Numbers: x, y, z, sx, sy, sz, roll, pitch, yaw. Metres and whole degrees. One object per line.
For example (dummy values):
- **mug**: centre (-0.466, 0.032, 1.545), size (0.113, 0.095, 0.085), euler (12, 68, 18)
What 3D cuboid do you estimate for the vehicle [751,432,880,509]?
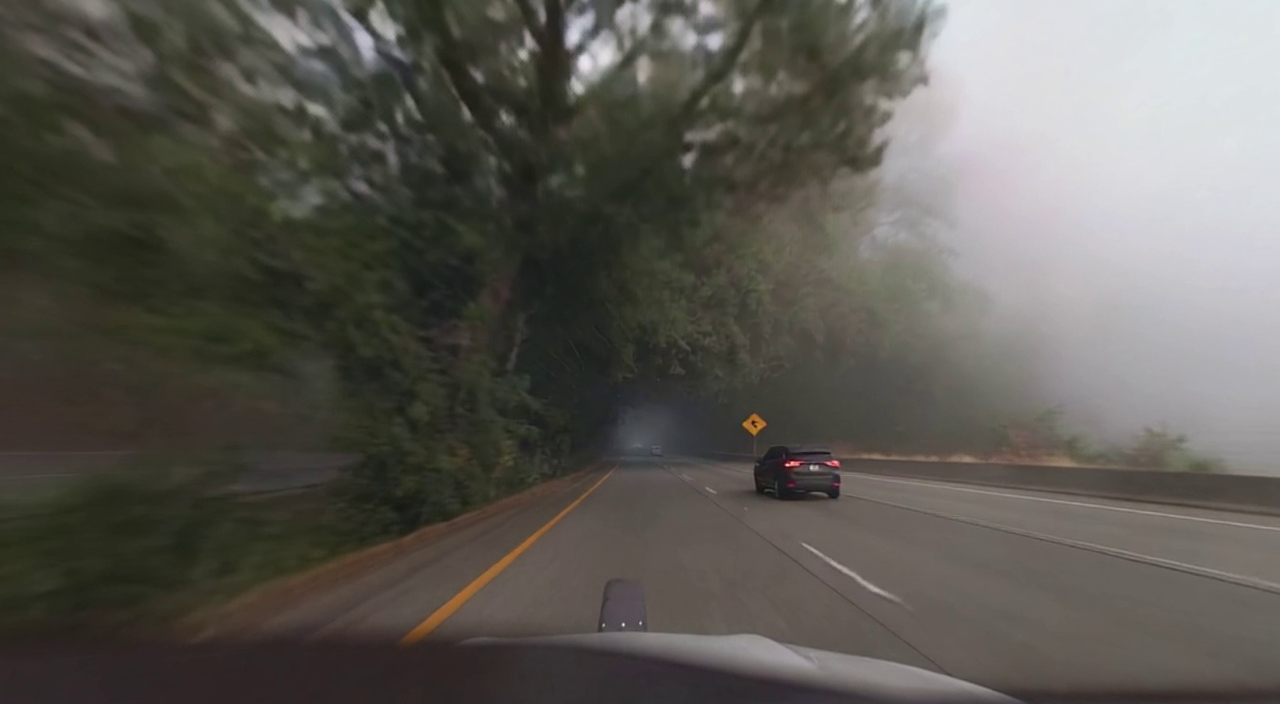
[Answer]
- **vehicle**: centre (4.240, 2.938, 16.066), size (1.933, 1.663, 4.440), euler (0, -9, -1)

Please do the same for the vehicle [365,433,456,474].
- **vehicle**: centre (-8.784, 3.943, 24.505), size (1.901, 1.429, 4.395), euler (0, -9, 0)
